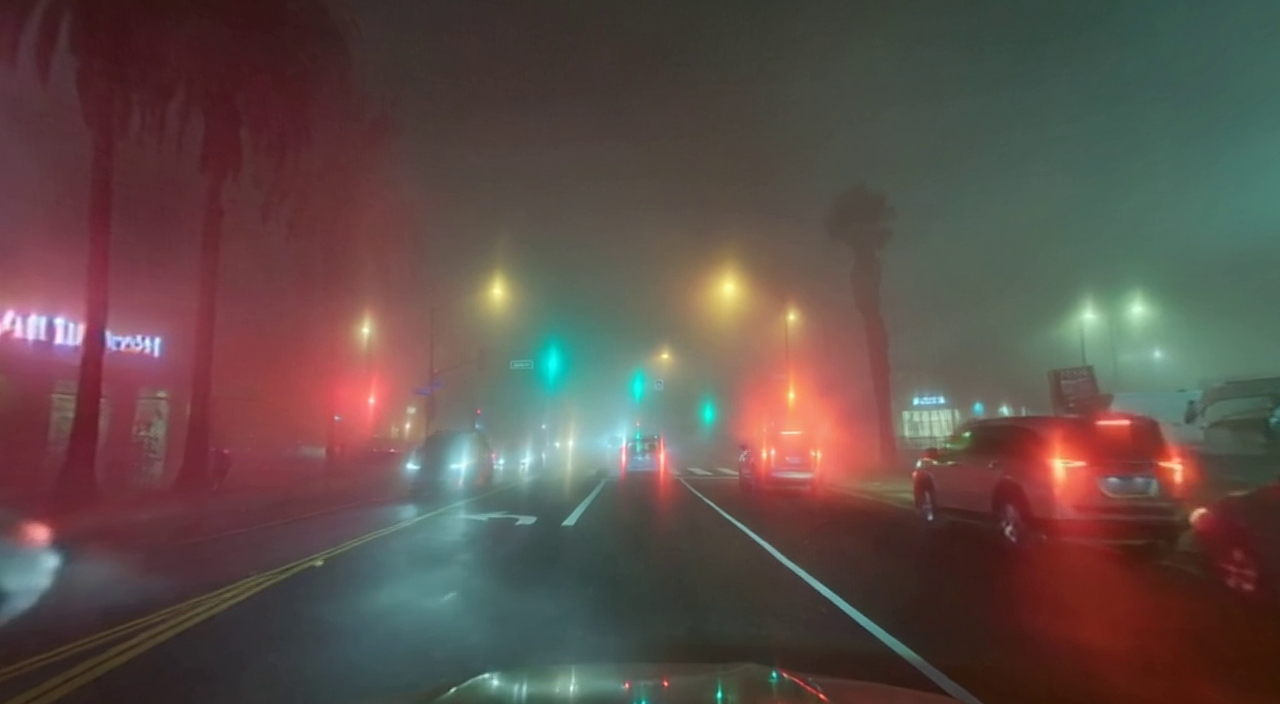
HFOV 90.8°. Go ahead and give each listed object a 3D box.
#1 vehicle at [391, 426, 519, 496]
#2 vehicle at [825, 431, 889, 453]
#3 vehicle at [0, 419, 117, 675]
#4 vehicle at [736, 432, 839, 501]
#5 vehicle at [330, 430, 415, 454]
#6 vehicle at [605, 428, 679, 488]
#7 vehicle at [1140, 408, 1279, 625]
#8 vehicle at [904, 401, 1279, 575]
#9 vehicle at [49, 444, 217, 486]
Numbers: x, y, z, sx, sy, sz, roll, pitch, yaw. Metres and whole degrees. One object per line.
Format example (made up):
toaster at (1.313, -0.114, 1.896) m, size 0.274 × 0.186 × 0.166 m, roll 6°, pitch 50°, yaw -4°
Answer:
vehicle at (-5.196, 3.149, 18.627) m, size 2.341 × 1.762 × 4.865 m, roll 0°, pitch -8°, yaw -1°
vehicle at (16.996, 7.035, 49.552) m, size 4.304 × 1.685 × 1.947 m, roll 0°, pitch -8°, yaw 0°
vehicle at (-4.805, 0.958, 2.321) m, size 2.092 × 1.504 × 4.374 m, roll 0°, pitch -8°, yaw -2°
vehicle at (4.043, 3.212, 18.130) m, size 2.070 × 1.711 × 4.480 m, roll -1°, pitch -8°, yaw 3°
vehicle at (-20.805, 7.014, 49.267) m, size 5.674 × 1.804 × 2.190 m, roll -1°, pitch -8°, yaw 6°
vehicle at (0.020, 3.549, 21.491) m, size 2.264 × 1.798 × 4.531 m, roll 0°, pitch -8°, yaw -1°
vehicle at (6.161, 1.173, 4.079) m, size 2.008 × 1.729 × 4.647 m, roll 0°, pitch -8°, yaw 0°
vehicle at (6.195, 1.869, 9.626) m, size 1.981 × 1.893 × 5.238 m, roll 0°, pitch -8°, yaw -1°
vehicle at (-19.582, 4.329, 24.641) m, size 1.759 × 1.457 × 4.727 m, roll -6°, pitch -10°, yaw 37°
